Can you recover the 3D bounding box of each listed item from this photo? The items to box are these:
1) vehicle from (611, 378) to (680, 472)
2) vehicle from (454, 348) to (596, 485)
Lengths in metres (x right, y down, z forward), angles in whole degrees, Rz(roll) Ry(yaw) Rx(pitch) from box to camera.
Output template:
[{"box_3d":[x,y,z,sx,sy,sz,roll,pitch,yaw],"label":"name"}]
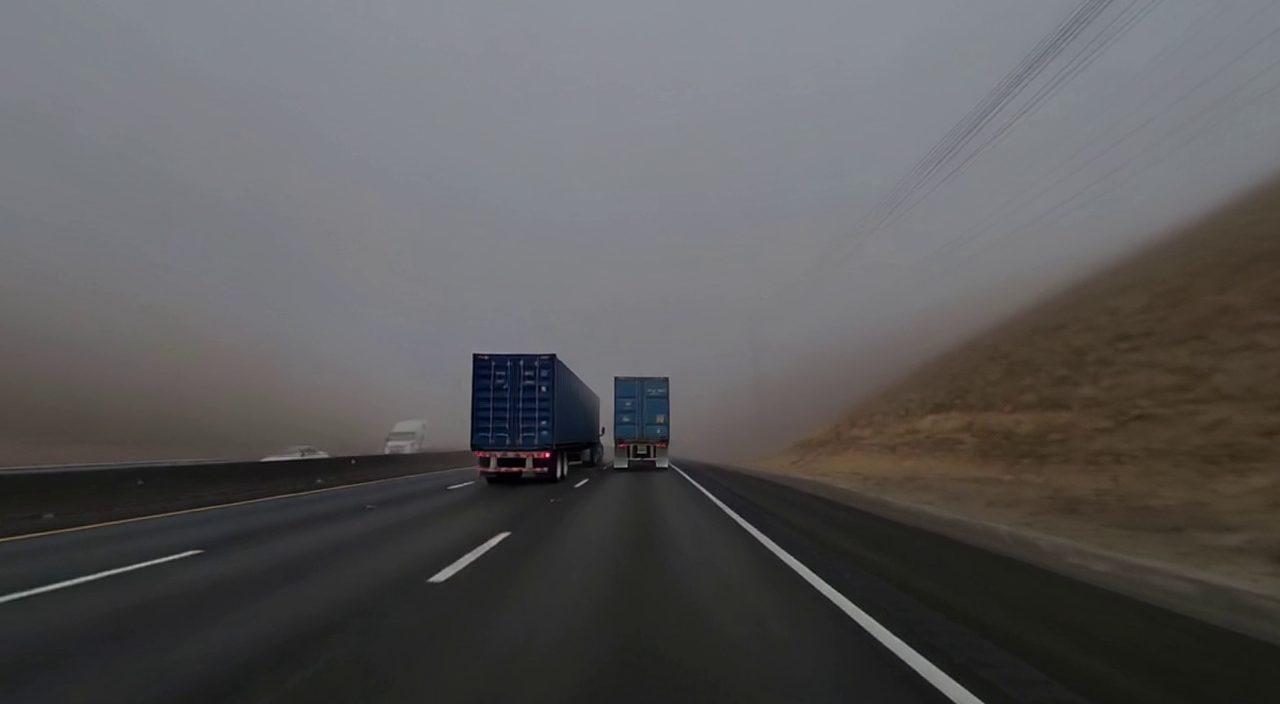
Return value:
[{"box_3d":[0.131,4.006,33.339,3.006,4.120,11.586,0,-8,-1],"label":"vehicle"},{"box_3d":[-3.913,2.882,25.694,3.065,4.105,13.706,0,-8,1],"label":"vehicle"}]
